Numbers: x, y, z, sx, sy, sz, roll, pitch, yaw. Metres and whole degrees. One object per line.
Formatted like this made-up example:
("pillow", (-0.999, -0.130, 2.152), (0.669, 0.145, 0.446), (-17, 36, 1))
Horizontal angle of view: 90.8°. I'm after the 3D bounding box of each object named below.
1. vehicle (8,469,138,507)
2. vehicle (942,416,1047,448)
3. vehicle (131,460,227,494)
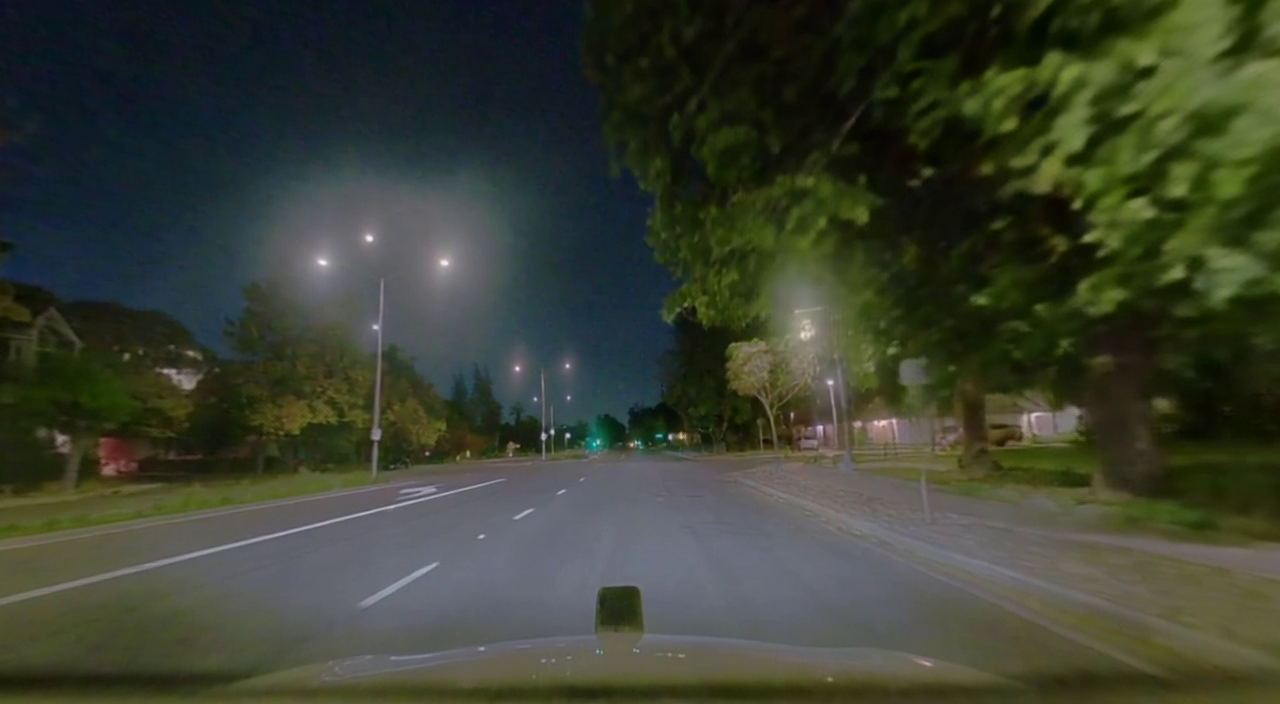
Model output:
("vehicle", (-26.920, 6.436, 30.248), (1.916, 1.456, 4.597), (0, -8, 1))
("vehicle", (22.332, 5.064, 39.984), (5.135, 1.964, 2.402), (0, -7, 1))
("vehicle", (-26.470, 7.162, 36.495), (1.931, 1.673, 4.623), (-1, -8, 2))
